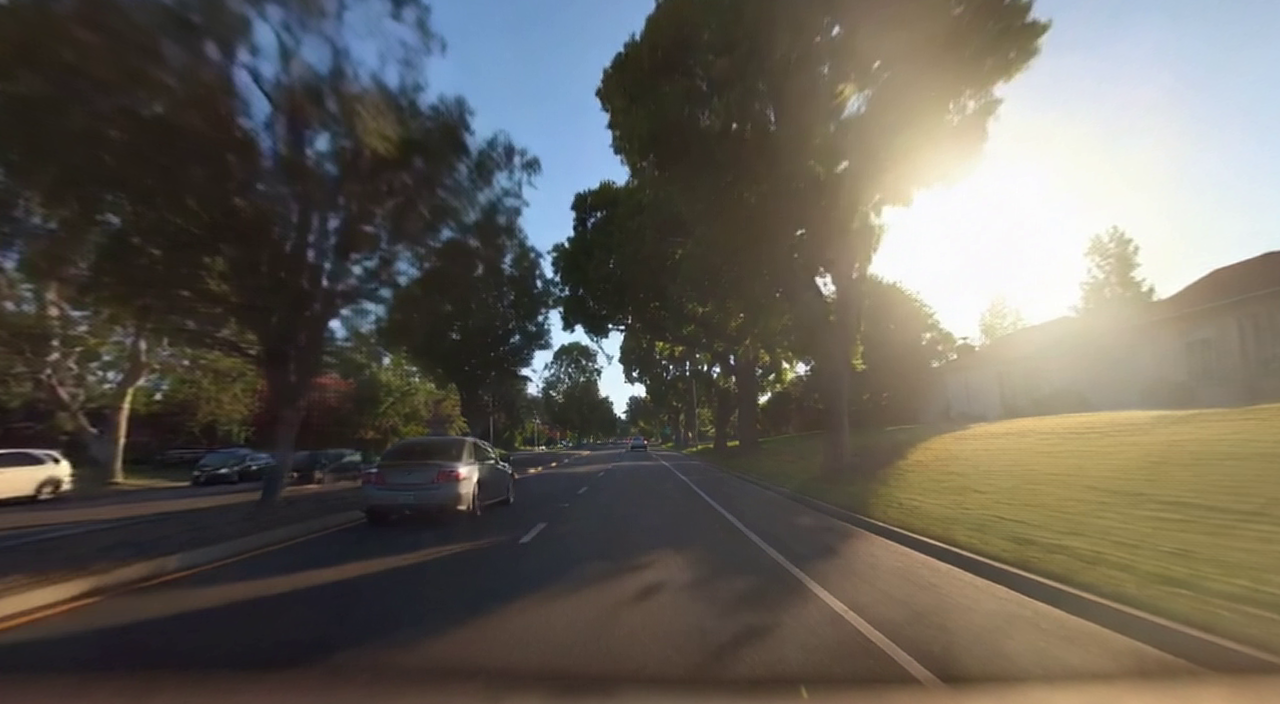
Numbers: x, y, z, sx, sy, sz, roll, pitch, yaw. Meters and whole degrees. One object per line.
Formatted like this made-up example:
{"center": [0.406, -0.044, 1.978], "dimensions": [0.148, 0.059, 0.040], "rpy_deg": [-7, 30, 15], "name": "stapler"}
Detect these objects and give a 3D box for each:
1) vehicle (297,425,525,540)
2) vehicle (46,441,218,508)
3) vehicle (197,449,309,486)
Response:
{"center": [-3.435, 2.058, 10.725], "dimensions": [2.020, 1.478, 4.890], "rpy_deg": [0, -8, 0], "name": "vehicle"}
{"center": [-17.621, 4.191, 22.329], "dimensions": [2.196, 1.760, 4.871], "rpy_deg": [-4, -6, -1], "name": "vehicle"}
{"center": [-17.596, 5.248, 29.060], "dimensions": [2.101, 1.503, 4.778], "rpy_deg": [0, -8, 0], "name": "vehicle"}
